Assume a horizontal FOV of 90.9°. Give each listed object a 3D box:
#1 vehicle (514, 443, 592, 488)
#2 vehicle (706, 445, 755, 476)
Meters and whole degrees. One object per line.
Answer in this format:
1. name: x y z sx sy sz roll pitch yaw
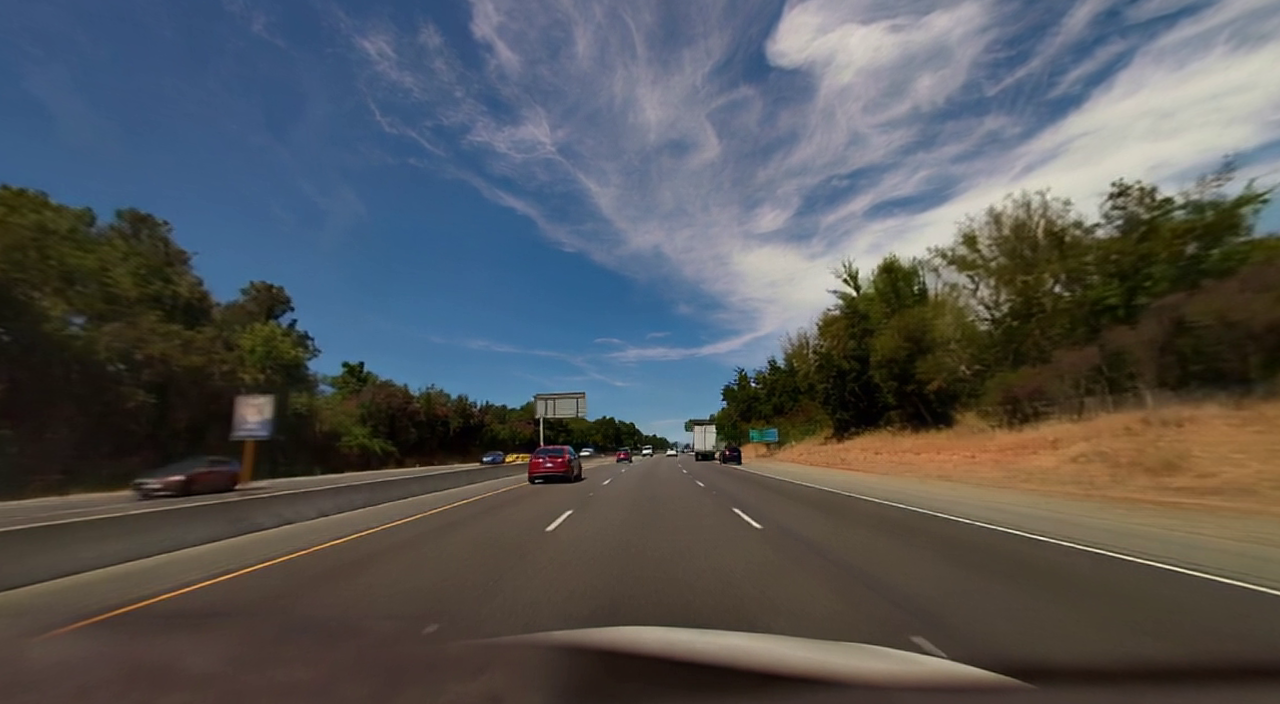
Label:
1. vehicle: -3.192 4.317 24.189 2.085 1.530 4.809 0 -9 2
2. vehicle: 4.931 5.982 34.897 2.176 1.598 3.878 0 -9 1
